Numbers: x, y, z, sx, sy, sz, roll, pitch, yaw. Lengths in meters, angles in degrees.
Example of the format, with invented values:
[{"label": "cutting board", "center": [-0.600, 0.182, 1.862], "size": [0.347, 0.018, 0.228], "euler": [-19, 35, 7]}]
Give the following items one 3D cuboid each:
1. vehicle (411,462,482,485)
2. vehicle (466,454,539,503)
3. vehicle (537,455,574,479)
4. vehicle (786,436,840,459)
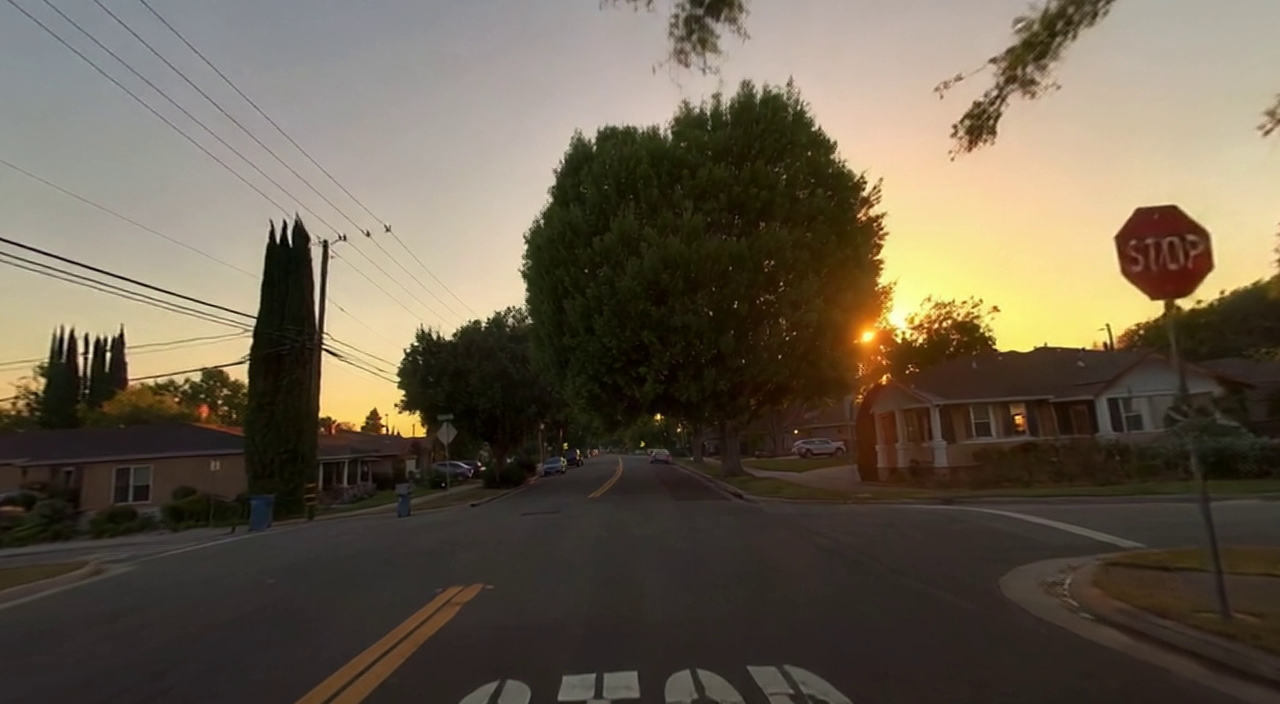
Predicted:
[{"label": "vehicle", "center": [-14.138, 8.884, 46.217], "size": [4.601, 1.486, 1.876], "euler": [-2, -9, 12]}, {"label": "vehicle", "center": [-6.201, 5.735, 29.040], "size": [2.149, 1.823, 4.613], "euler": [-6, -9, 1]}, {"label": "vehicle", "center": [-6.512, 8.898, 48.908], "size": [2.133, 1.525, 4.401], "euler": [-3, -8, 1]}, {"label": "vehicle", "center": [12.406, 6.854, 45.468], "size": [3.563, 1.551, 1.916], "euler": [-2, -9, 12]}]
